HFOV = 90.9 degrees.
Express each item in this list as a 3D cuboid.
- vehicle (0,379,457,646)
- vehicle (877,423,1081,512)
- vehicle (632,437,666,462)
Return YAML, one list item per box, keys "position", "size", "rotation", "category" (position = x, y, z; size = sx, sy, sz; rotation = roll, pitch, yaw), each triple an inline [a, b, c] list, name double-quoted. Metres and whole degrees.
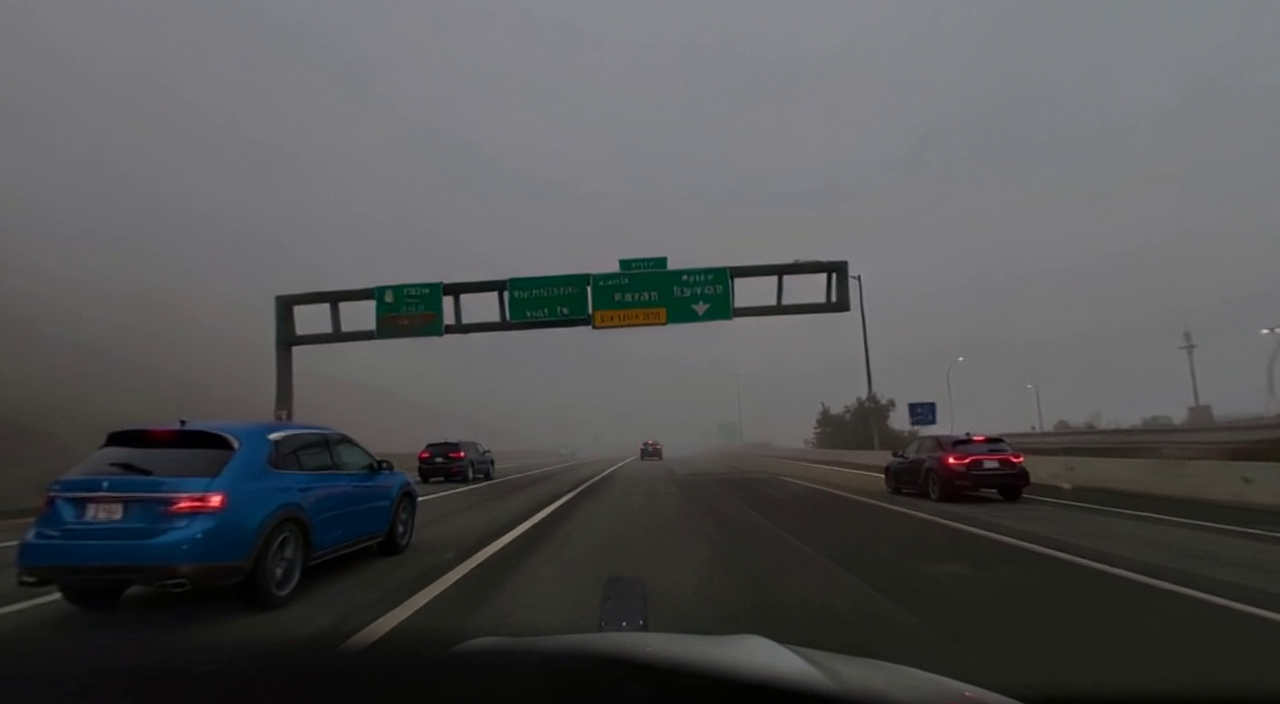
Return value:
- position: [-3.905, 1.429, 6.766]
  size: [2.210, 1.730, 5.133]
  rotation: [-1, -8, 2]
  category: "vehicle"
- position: [7.225, 2.507, 14.143]
  size: [2.122, 1.646, 4.491]
  rotation: [-1, -8, 1]
  category: "vehicle"
- position: [0.736, 7.517, 48.828]
  size: [2.172, 1.824, 5.031]
  rotation: [-1, -8, 6]
  category: "vehicle"
